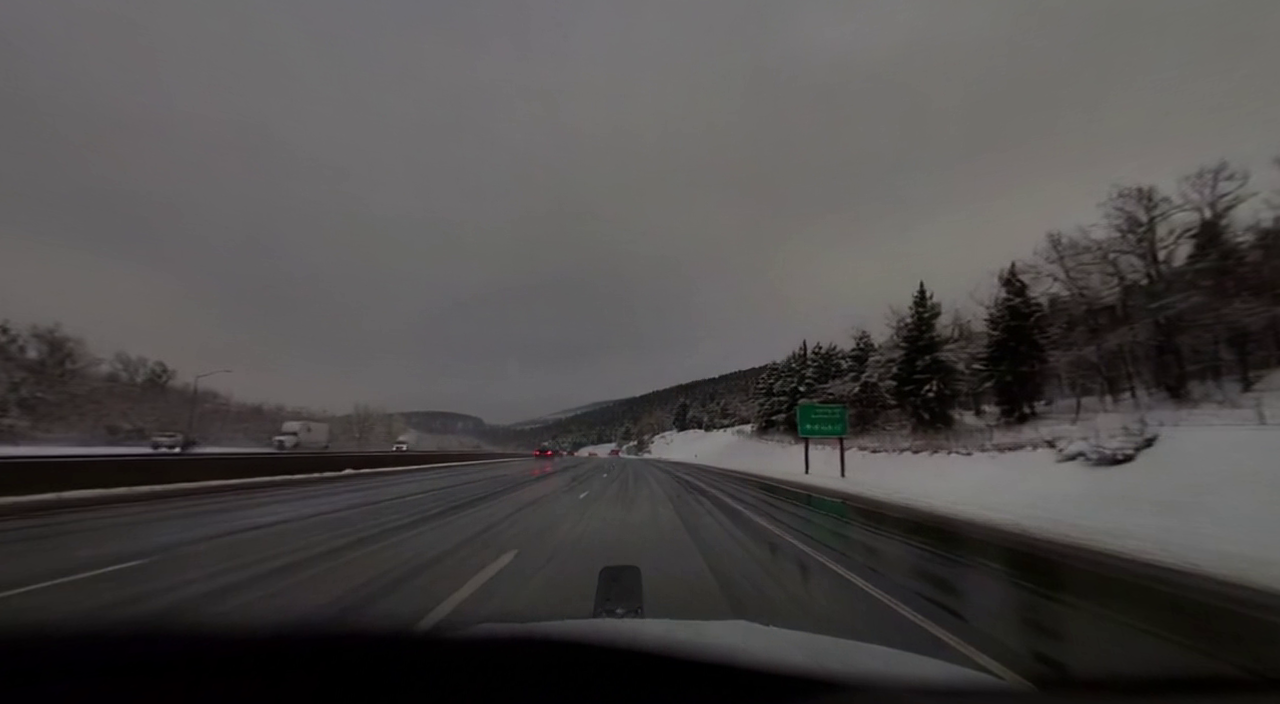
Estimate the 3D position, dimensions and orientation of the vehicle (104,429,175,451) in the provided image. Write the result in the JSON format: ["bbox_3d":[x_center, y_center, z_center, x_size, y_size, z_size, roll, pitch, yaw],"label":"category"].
[{"bbox_3d":[-34.283,6.067,43.275,1.771,1.468,3.865,0,-9,-2],"label":"vehicle"}]
